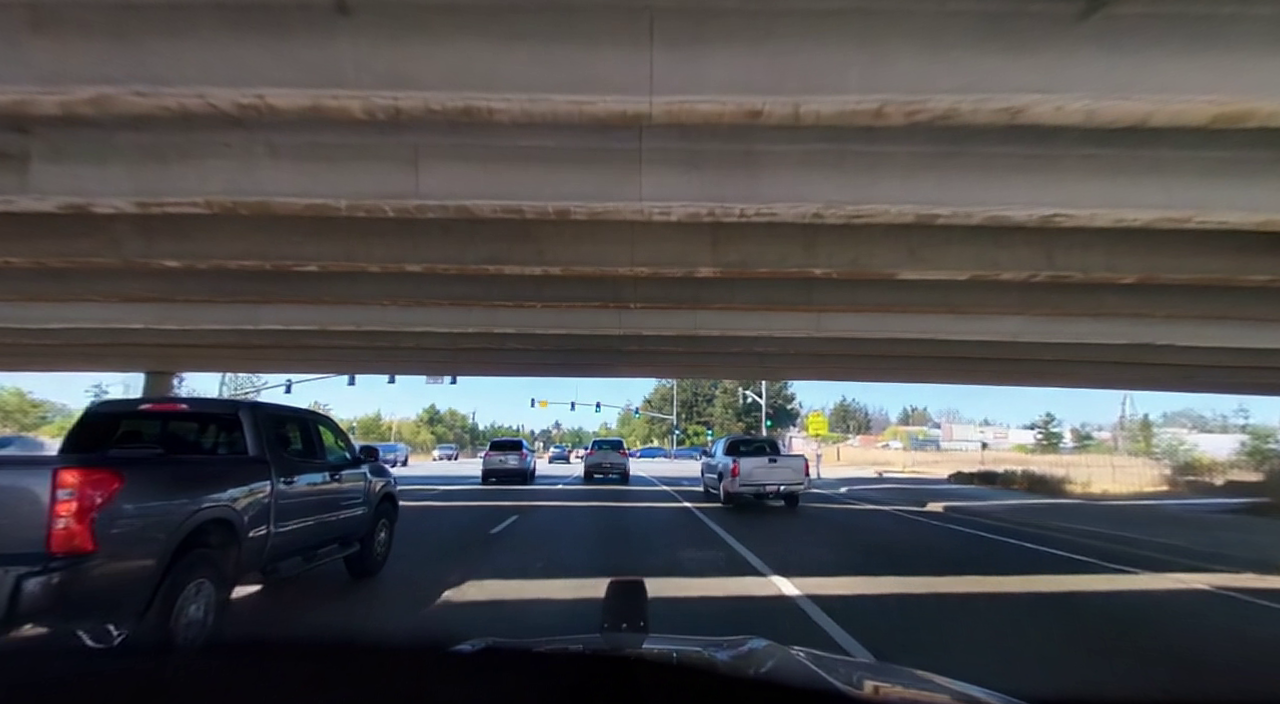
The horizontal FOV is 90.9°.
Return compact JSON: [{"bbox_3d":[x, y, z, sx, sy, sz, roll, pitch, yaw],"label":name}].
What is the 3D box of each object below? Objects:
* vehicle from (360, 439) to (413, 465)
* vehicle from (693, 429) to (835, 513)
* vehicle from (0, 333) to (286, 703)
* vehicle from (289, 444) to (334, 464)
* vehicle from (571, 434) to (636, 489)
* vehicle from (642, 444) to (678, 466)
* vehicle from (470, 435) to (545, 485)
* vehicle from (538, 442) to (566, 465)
[{"bbox_3d":[-17.982,7.100,45.012,2.013,1.744,5.015,0,-8,-4],"label":"vehicle"},{"bbox_3d":[2.839,2.888,15.961,2.234,1.720,5.378,0,-8,-3],"label":"vehicle"},{"bbox_3d":[-4.030,0.831,2.949,2.074,1.814,4.596,0,-8,-1],"label":"vehicle"},{"bbox_3d":[-25.650,7.977,49.373,1.691,1.458,3.783,0,-8,-4],"label":"vehicle"},{"bbox_3d":[-1.243,3.803,22.289,2.097,1.748,3.794,0,-8,-2],"label":"vehicle"},{"bbox_3d":[1.367,7.222,44.330,2.026,1.457,3.969,1,-8,-6],"label":"vehicle"},{"bbox_3d":[-4.919,4.084,24.081,2.127,1.720,4.064,0,-8,-2],"label":"vehicle"},{"bbox_3d":[-6.671,7.736,48.214,1.829,1.614,3.611,0,-8,-4],"label":"vehicle"}]
